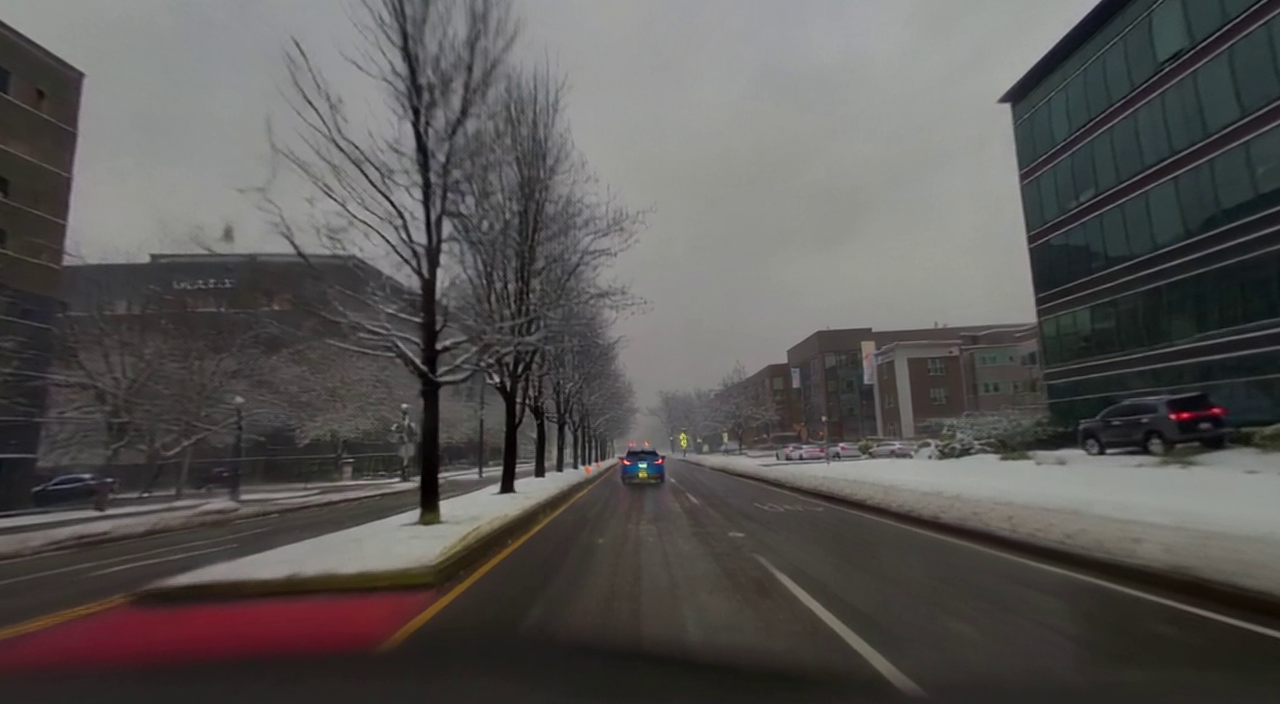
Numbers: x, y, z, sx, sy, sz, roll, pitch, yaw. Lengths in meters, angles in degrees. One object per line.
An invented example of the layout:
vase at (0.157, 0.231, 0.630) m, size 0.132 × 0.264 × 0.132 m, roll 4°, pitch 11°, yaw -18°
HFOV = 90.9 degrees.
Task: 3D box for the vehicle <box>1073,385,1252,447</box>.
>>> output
vehicle at (15.174, 1.983, 18.652) m, size 1.979 × 1.460 × 3.848 m, roll -1°, pitch -10°, yaw 2°

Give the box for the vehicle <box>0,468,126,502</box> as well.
vehicle at (-30.741, 7.034, 33.595) m, size 4.962 × 1.561 × 1.997 m, roll 7°, pitch -12°, yaw -40°

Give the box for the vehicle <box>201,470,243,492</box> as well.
vehicle at (-32.221, 9.880, 48.571) m, size 1.970 × 1.476 × 3.940 m, roll 8°, pitch -12°, yaw -42°

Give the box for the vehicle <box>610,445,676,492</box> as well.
vehicle at (0.059, 3.972, 21.882) m, size 2.063 × 1.442 × 4.135 m, roll 0°, pitch -9°, yaw -1°
